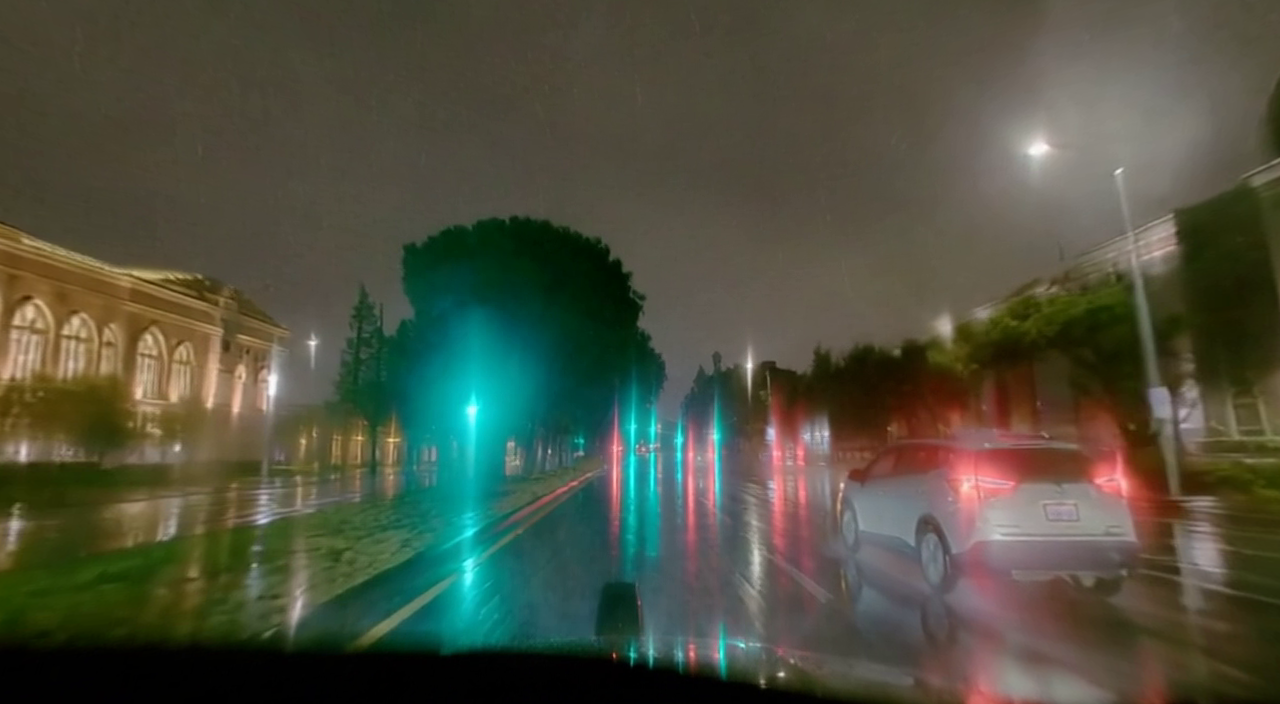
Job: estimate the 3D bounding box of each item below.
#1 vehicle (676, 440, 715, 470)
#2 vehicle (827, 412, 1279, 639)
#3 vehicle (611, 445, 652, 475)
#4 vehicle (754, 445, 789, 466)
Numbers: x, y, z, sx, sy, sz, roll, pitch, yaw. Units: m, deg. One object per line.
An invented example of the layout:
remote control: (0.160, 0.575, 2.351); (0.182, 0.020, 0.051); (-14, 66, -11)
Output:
vehicle: (3.435, 6.495, 39.935); (2.036, 1.757, 4.300); (0, -9, -1)
vehicle: (3.464, 1.488, 6.345); (1.937, 1.538, 3.832); (0, -9, -1)
vehicle: (-0.439, 5.683, 33.374); (2.054, 1.446, 3.969); (0, -9, -1)
vehicle: (10.116, 7.991, 48.784); (1.958, 1.529, 4.084); (0, -10, 3)
